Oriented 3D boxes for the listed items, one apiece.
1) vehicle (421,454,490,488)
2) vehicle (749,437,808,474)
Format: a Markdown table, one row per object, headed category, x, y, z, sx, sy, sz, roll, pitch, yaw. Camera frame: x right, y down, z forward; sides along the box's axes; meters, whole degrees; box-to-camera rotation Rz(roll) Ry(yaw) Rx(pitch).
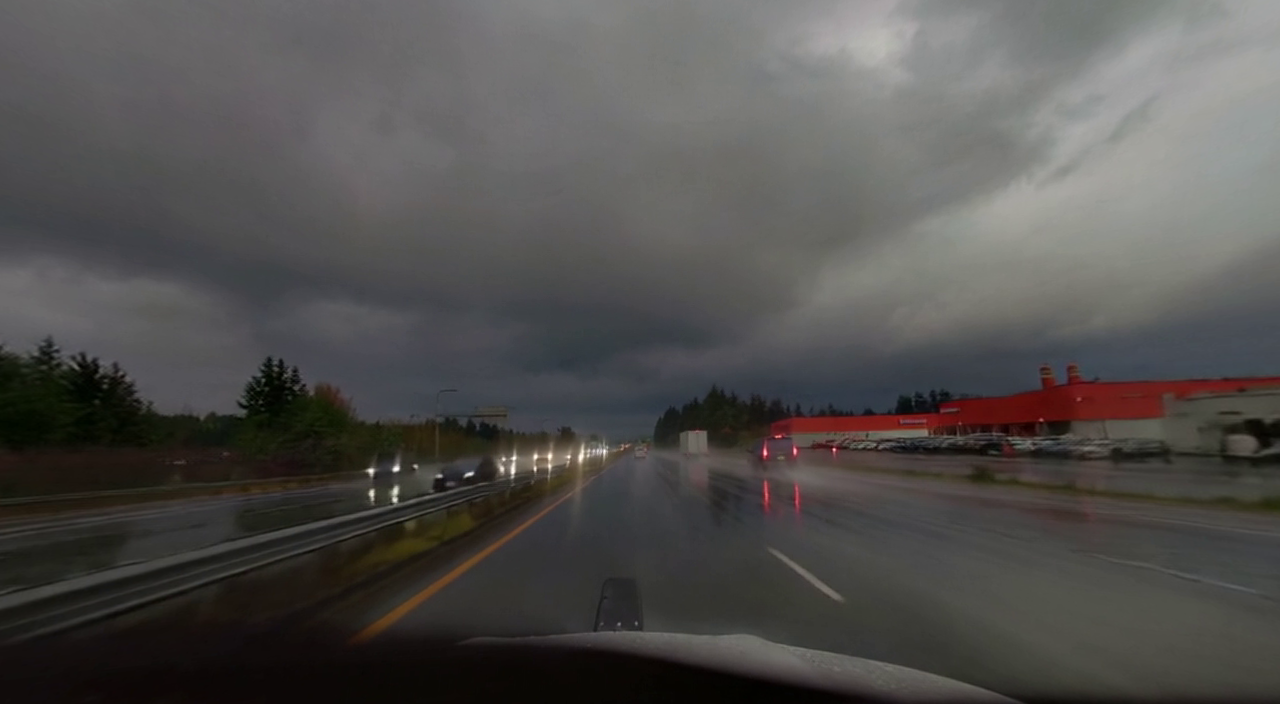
| category | x | y | z | sx | sy | sz | roll | pitch | yaw |
| --- | --- | --- | --- | --- | --- | --- | --- | --- | --- |
| vehicle | -8.565 | 5.537 | 29.639 | 2.081 | 1.430 | 4.107 | 0 | -9 | -1 |
| vehicle | 7.750 | 5.866 | 35.716 | 2.156 | 1.943 | 5.010 | 0 | -9 | -1 |
